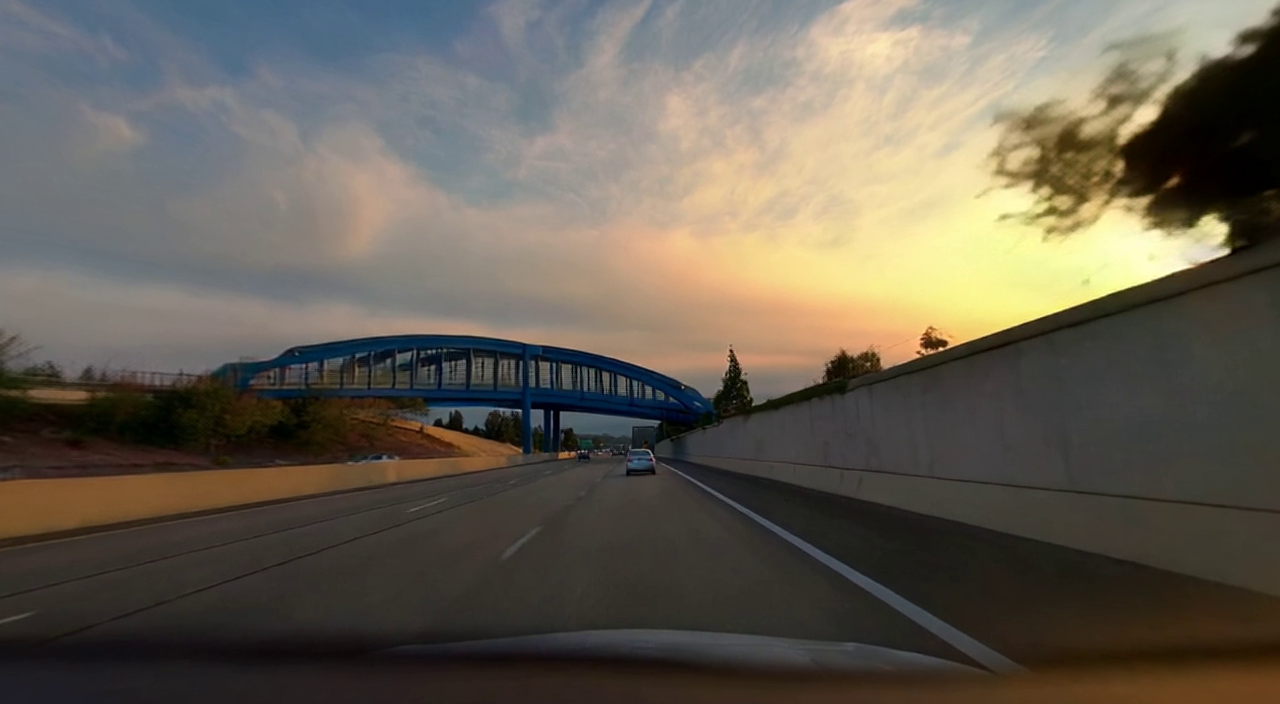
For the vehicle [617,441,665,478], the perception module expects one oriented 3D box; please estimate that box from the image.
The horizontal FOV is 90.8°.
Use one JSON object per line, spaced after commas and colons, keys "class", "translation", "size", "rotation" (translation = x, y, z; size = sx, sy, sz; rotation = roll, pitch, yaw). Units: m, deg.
{"class": "vehicle", "translation": [0.003, 5.518, 32.572], "size": [2.299, 1.716, 4.579], "rotation": [0, -9, -1]}
